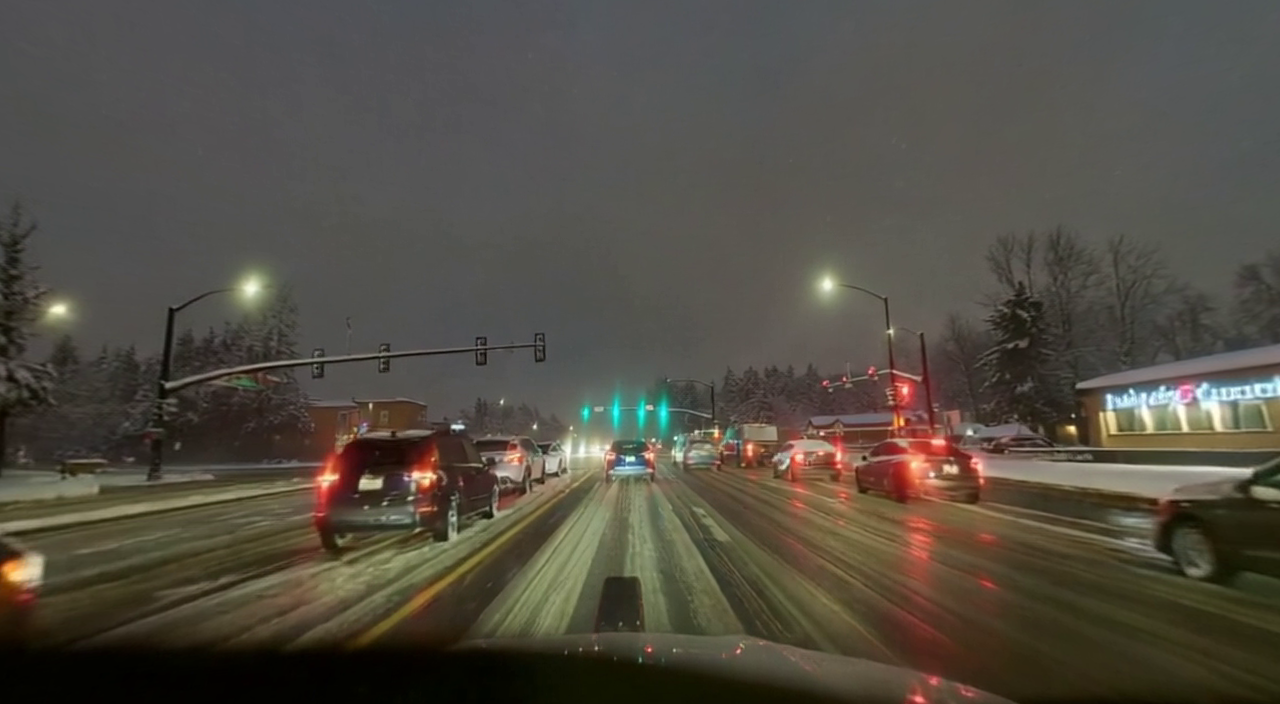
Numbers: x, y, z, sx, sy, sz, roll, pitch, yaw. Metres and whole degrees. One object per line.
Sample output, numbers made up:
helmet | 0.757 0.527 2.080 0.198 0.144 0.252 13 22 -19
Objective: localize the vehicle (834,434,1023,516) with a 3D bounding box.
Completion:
vehicle | 6.109 2.642 14.169 1.969 1.502 4.663 0 -8 -1

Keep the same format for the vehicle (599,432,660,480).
vehicle | -0.411 4.201 25.775 2.261 1.741 4.255 0 -8 -1

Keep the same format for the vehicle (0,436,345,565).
vehicle | -6.485 2.034 9.509 1.989 1.459 4.439 0 -8 -1

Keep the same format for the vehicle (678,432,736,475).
vehicle | 2.934 4.578 28.738 2.018 1.779 4.338 0 -8 -2

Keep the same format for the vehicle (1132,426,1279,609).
vehicle | 6.135 1.207 4.288 2.017 1.453 4.497 0 -8 1

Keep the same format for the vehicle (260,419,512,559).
vehicle | -3.444 1.936 9.669 2.063 1.625 4.290 0 -8 0

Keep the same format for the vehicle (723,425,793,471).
vehicle | 6.016 5.040 33.152 2.510 2.176 5.527 0 -8 -1

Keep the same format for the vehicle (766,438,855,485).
vehicle | 6.079 3.935 23.095 1.884 1.522 4.557 0 -8 -1
